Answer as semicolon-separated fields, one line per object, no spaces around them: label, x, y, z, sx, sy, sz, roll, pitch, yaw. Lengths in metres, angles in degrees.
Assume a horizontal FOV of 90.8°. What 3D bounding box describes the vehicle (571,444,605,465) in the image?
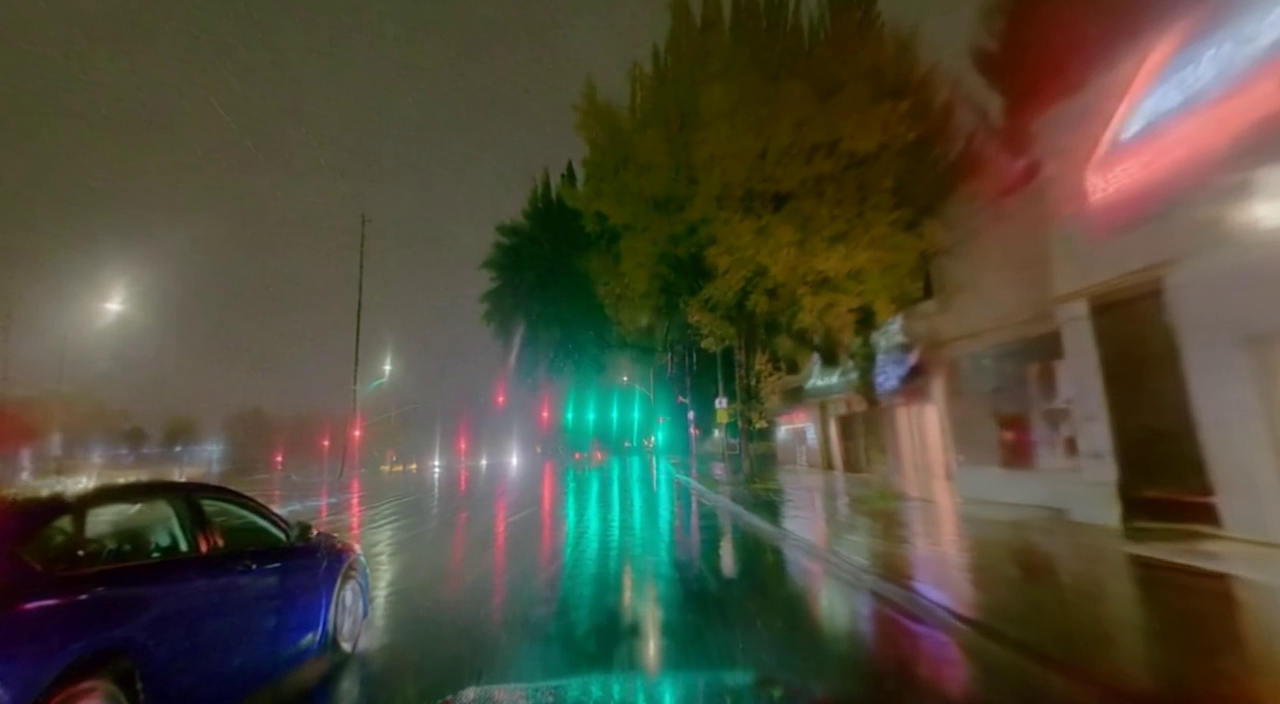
vehicle;-3.700;7.392;45.733;2.054;1.449;4.772;0;-8;1
